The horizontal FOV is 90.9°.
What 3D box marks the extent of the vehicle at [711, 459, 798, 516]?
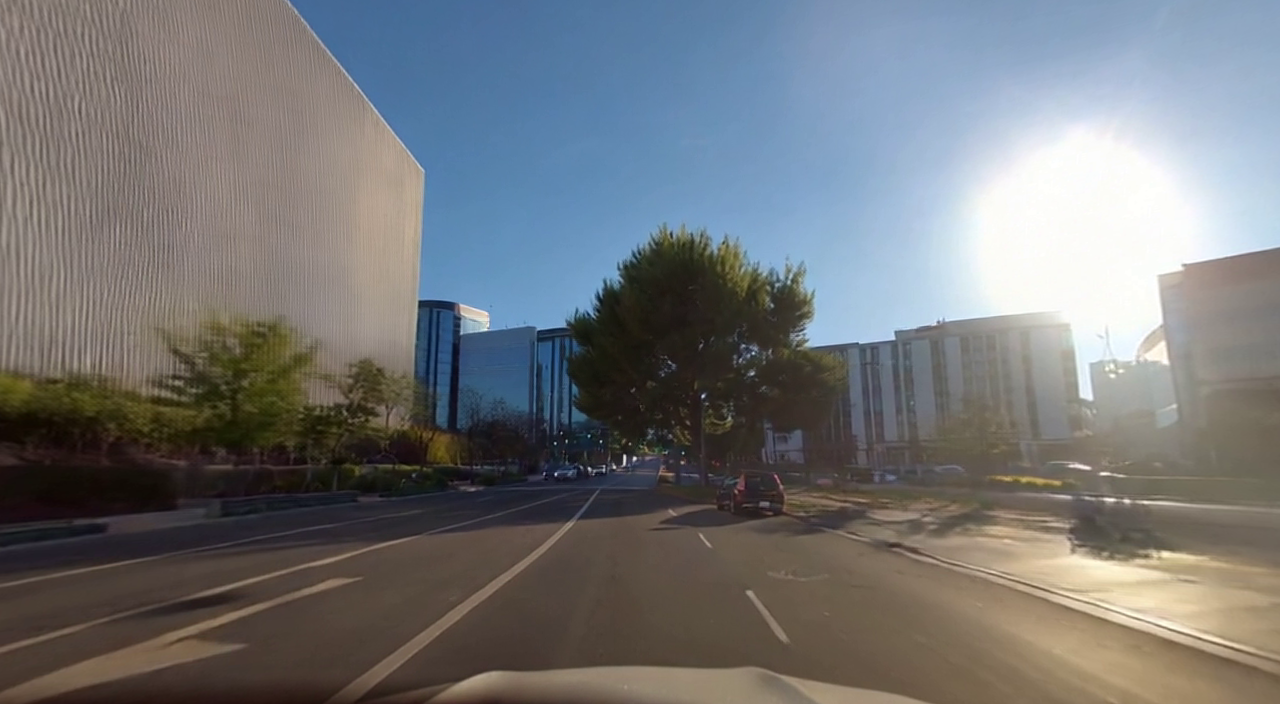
[{"bbox_3d":[3.227,3.924,18.532,1.899,1.470,3.666,0,-10,1],"label":"vehicle"}]
